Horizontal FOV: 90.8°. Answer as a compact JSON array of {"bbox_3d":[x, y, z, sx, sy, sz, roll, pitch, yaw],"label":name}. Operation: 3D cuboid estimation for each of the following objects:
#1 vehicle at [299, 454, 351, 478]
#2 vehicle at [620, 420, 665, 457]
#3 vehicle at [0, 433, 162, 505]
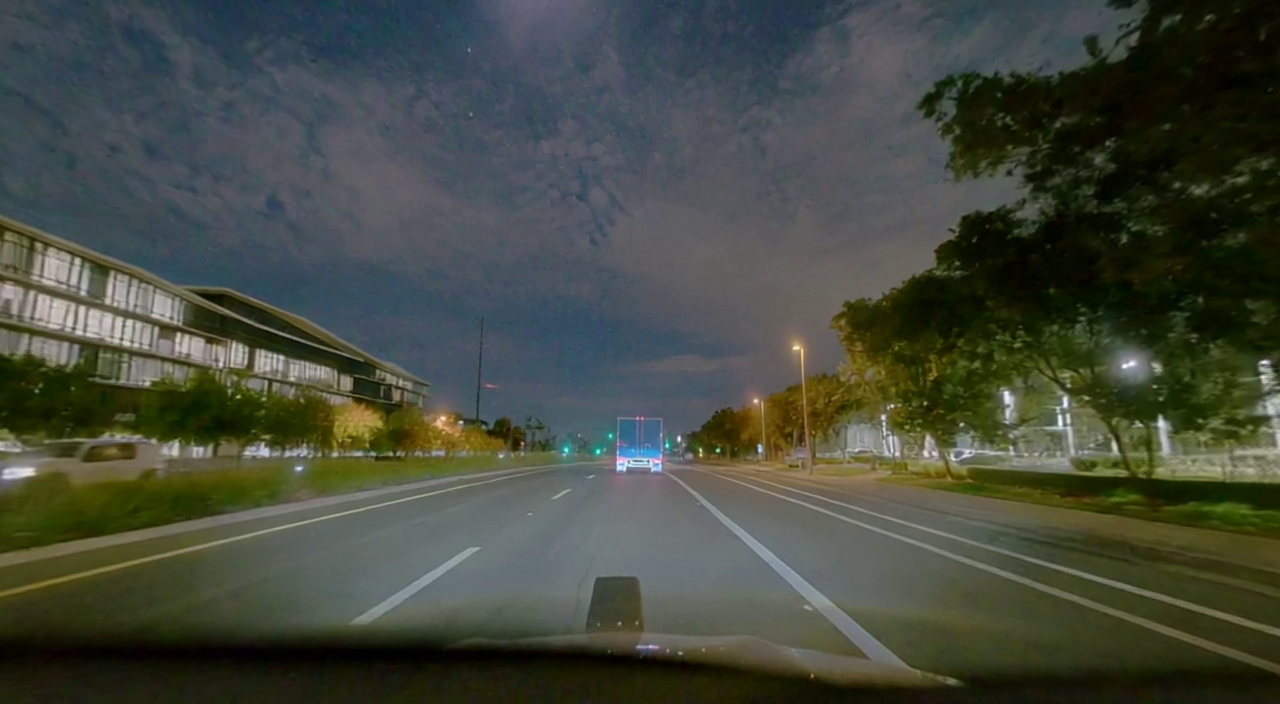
[{"bbox_3d":[-23.051,8.322,46.386,1.797,1.585,3.957,0,-8,0],"label":"vehicle"},{"bbox_3d":[0.052,4.594,33.364,2.178,1.829,4.932,0,-9,-1],"label":"vehicle"},{"bbox_3d":[-19.388,3.836,21.243,2.182,2.060,5.571,0,-8,0],"label":"vehicle"}]
